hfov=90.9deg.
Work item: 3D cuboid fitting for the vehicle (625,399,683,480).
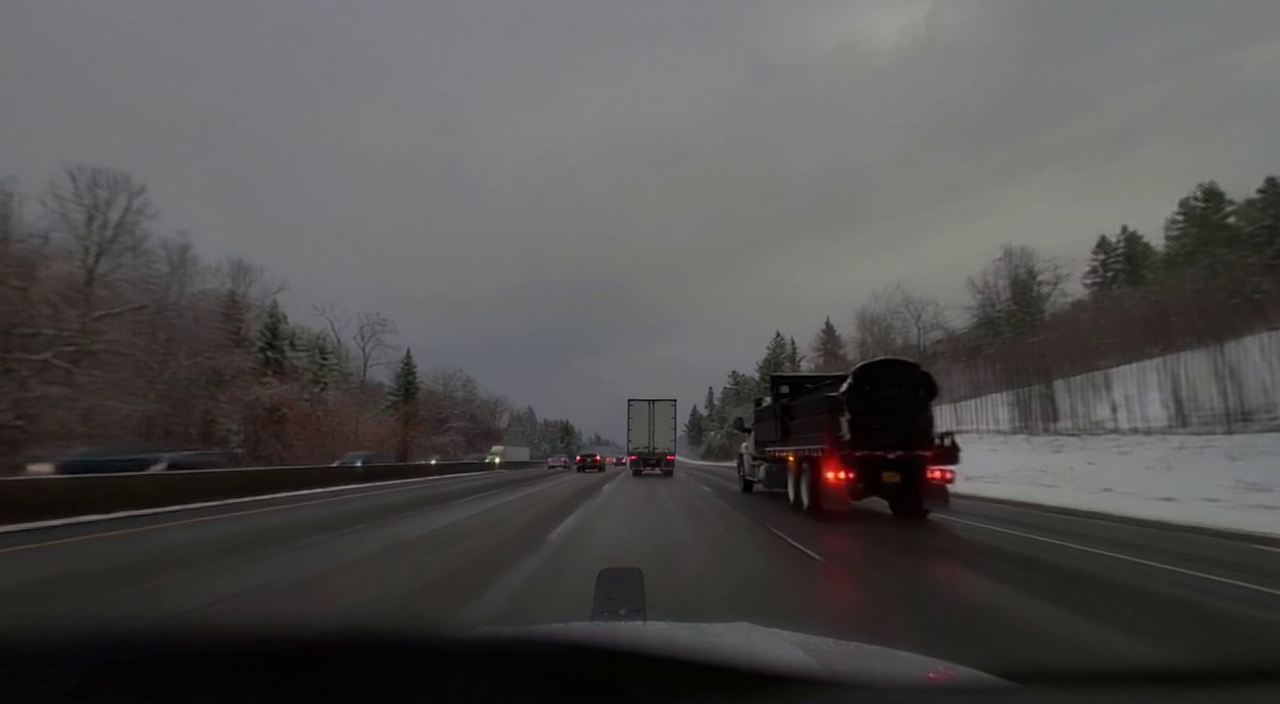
[{"bbox_3d":[0.672,5.333,37.853,2.875,4.056,12.312,0,-9,0],"label":"vehicle"}]

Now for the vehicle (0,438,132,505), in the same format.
[{"bbox_3d":[-18.550,3.554,19.075,2.150,1.800,4.867,0,-9,1],"label":"vehicle"}]

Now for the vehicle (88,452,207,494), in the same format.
[{"bbox_3d":[-21.848,5.338,28.213,1.894,1.678,4.245,0,-9,0],"label":"vehicle"}]

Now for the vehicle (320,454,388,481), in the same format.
[{"bbox_3d":[-18.179,7.354,40.322,2.081,1.575,4.555,0,-9,1],"label":"vehicle"}]

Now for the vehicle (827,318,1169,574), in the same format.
[{"bbox_3d":[4.607,1.326,9.115,2.565,2.902,3.798,0,-9,0],"label":"vehicle"}]

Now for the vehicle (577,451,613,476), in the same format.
[{"bbox_3d":[-2.891,7.289,41.448,2.061,1.555,3.900,0,-9,1],"label":"vehicle"}]
